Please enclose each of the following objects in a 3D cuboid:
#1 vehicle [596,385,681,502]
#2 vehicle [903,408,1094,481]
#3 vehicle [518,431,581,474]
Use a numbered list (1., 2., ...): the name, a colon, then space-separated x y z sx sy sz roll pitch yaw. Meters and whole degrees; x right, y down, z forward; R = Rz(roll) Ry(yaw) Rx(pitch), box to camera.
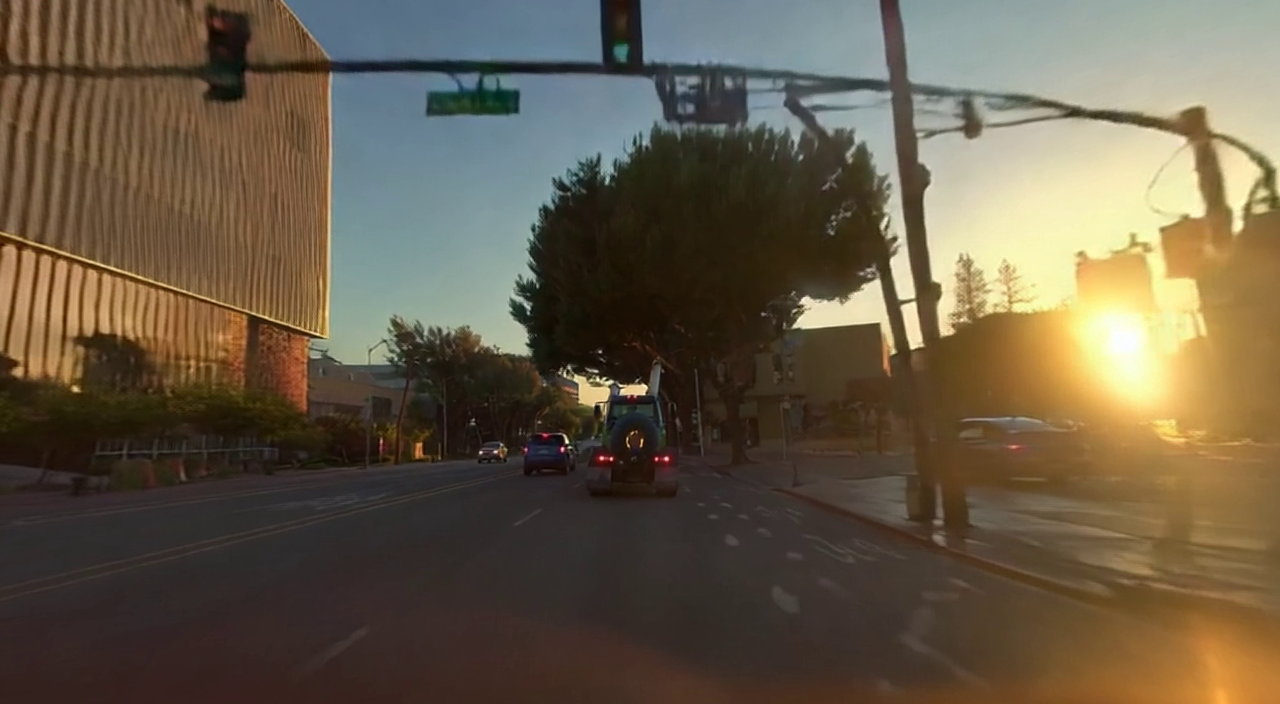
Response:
1. vehicle: -0.230 3.510 24.489 2.552 3.461 11.044 0 -8 -2
2. vehicle: 10.066 2.661 18.299 2.186 1.783 4.716 0 -8 -10
3. vehicle: -3.848 4.366 27.488 2.081 1.688 4.235 0 -9 0
